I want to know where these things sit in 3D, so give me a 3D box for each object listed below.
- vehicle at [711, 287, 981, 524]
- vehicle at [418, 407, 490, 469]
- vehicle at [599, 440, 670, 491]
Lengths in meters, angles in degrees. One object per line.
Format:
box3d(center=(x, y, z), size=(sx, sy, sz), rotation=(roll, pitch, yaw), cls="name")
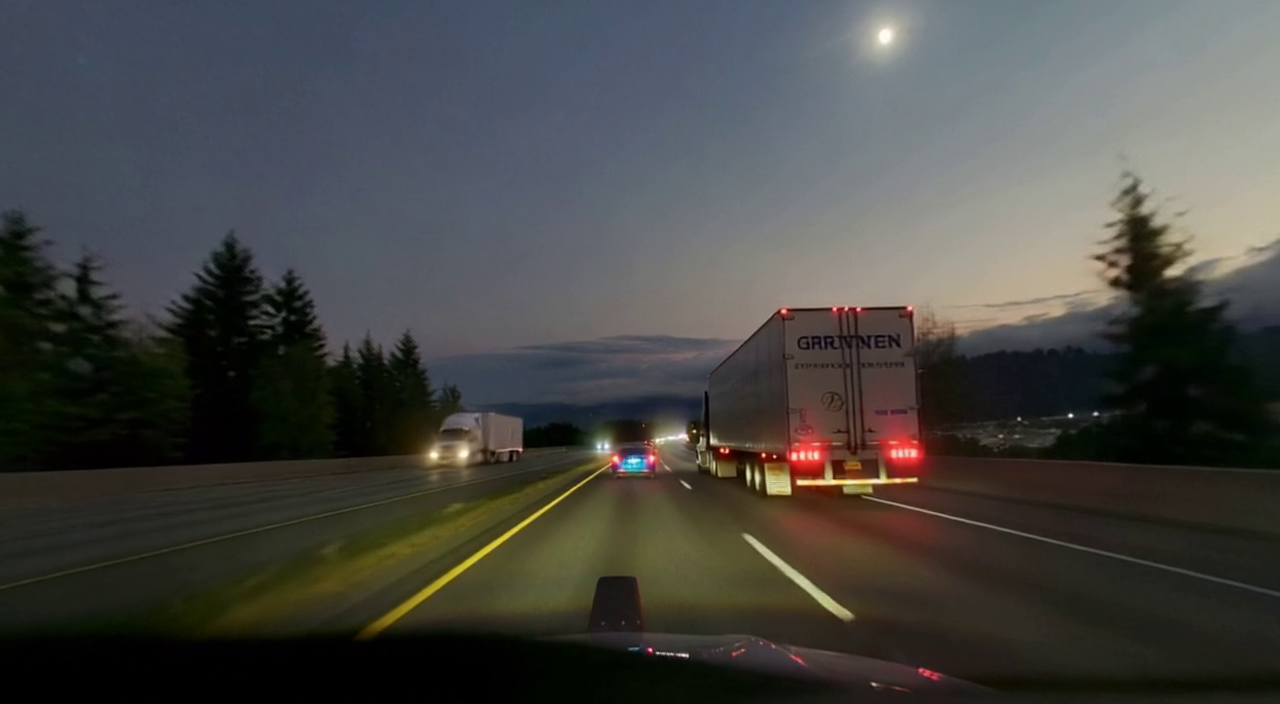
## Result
box3d(center=(4.288, 1.999, 18.001), size=(2.909, 4.074, 14.457), rotation=(0, -9, 0), cls="vehicle")
box3d(center=(-12.610, 5.977, 43.396), size=(3.028, 3.921, 5.723), rotation=(0, -9, 1), cls="vehicle")
box3d(center=(-0.154, 3.609, 20.276), size=(2.074, 1.475, 3.960), rotation=(0, -9, 0), cls="vehicle")
